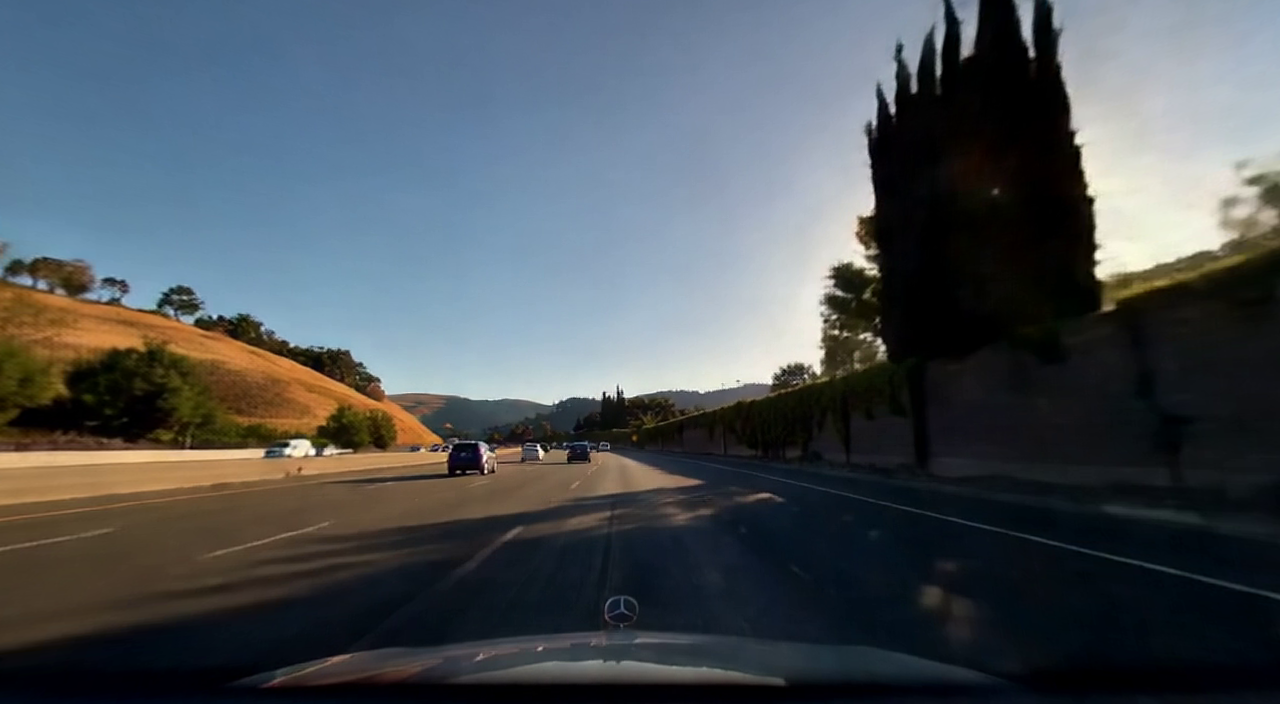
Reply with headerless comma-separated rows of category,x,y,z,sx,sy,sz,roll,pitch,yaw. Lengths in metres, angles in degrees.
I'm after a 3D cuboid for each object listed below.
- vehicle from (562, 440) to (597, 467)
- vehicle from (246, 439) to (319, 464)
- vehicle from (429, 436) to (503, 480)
vehicle,-4.127,7.005,43.723,2.115,1.713,4.263,0,-9,-2
vehicle,-27.812,7.778,49.451,2.368,1.845,5.789,0,-9,-1
vehicle,-7.687,4.723,28.473,2.074,1.768,4.805,0,-9,-1
